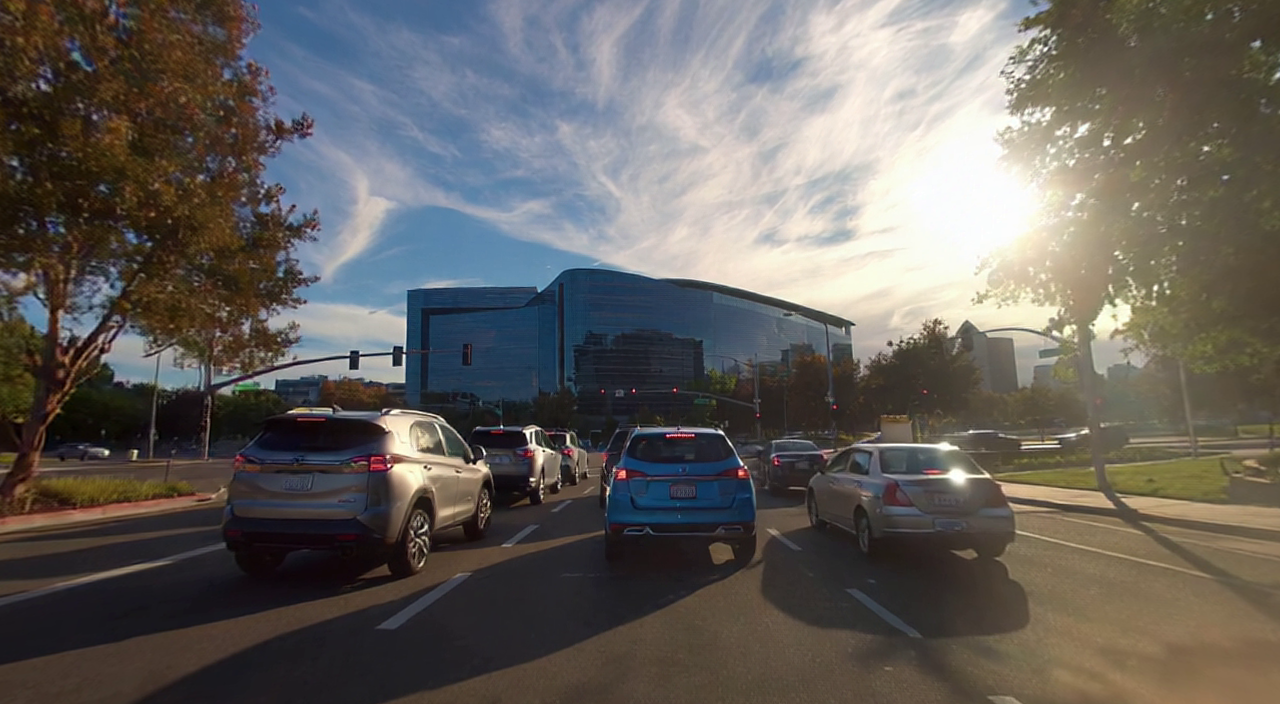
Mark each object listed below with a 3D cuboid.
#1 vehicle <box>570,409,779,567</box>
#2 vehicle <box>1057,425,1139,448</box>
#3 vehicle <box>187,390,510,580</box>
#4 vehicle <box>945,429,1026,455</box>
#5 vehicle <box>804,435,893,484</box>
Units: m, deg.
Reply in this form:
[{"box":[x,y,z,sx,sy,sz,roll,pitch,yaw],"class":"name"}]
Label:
[{"box":[0.386,1.746,8.774,2.189,1.649,4.171,0,-8,1],"class":"vehicle"},{"box":[33.450,6.248,46.143,4.632,1.580,1.801,-5,-10,30],"class":"vehicle"},{"box":[-3.254,1.595,8.283,2.085,1.812,4.388,0,-8,0],"class":"vehicle"},{"box":[23.293,6.090,42.652,4.629,1.687,1.824,-4,-9,24],"class":"vehicle"},{"box":[7.449,3.861,22.972,2.067,1.599,4.251,-1,-8,5],"class":"vehicle"}]
